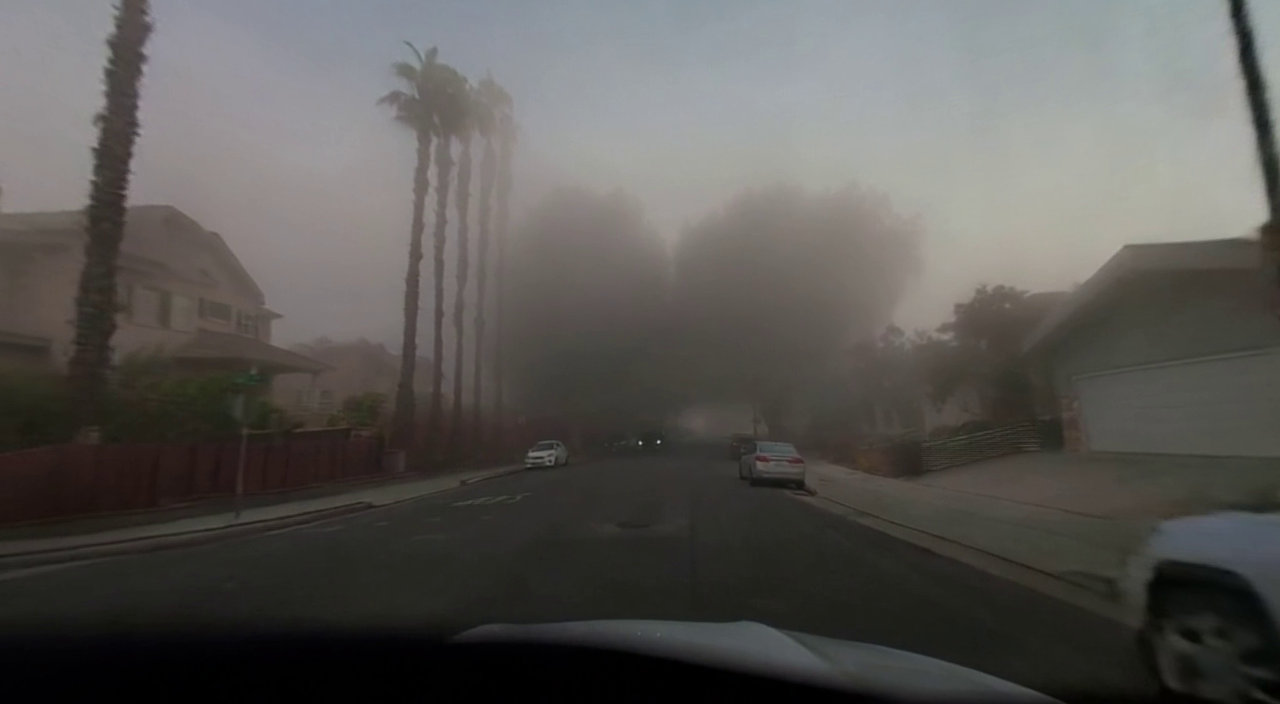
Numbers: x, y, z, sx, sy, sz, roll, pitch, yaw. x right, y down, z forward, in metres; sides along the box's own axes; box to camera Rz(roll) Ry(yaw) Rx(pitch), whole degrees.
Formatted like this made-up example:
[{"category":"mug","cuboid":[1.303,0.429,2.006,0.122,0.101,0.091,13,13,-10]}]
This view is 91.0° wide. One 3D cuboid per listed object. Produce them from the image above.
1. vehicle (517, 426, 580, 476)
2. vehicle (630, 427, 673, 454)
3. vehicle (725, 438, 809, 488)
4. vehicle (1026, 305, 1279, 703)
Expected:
[{"category":"vehicle","cuboid":[-4.869,5.491,34.364,2.053,1.713,4.850,-3,-21,7]},{"category":"vehicle","cuboid":[0.898,6.469,45.906,2.305,1.781,4.834,-2,-8,11]},{"category":"vehicle","cuboid":[4.028,3.569,20.643,1.942,1.465,4.123,0,-8,1]},{"category":"vehicle","cuboid":[3.436,0.589,1.156,2.197,1.816,4.845,0,-8,-3]}]
